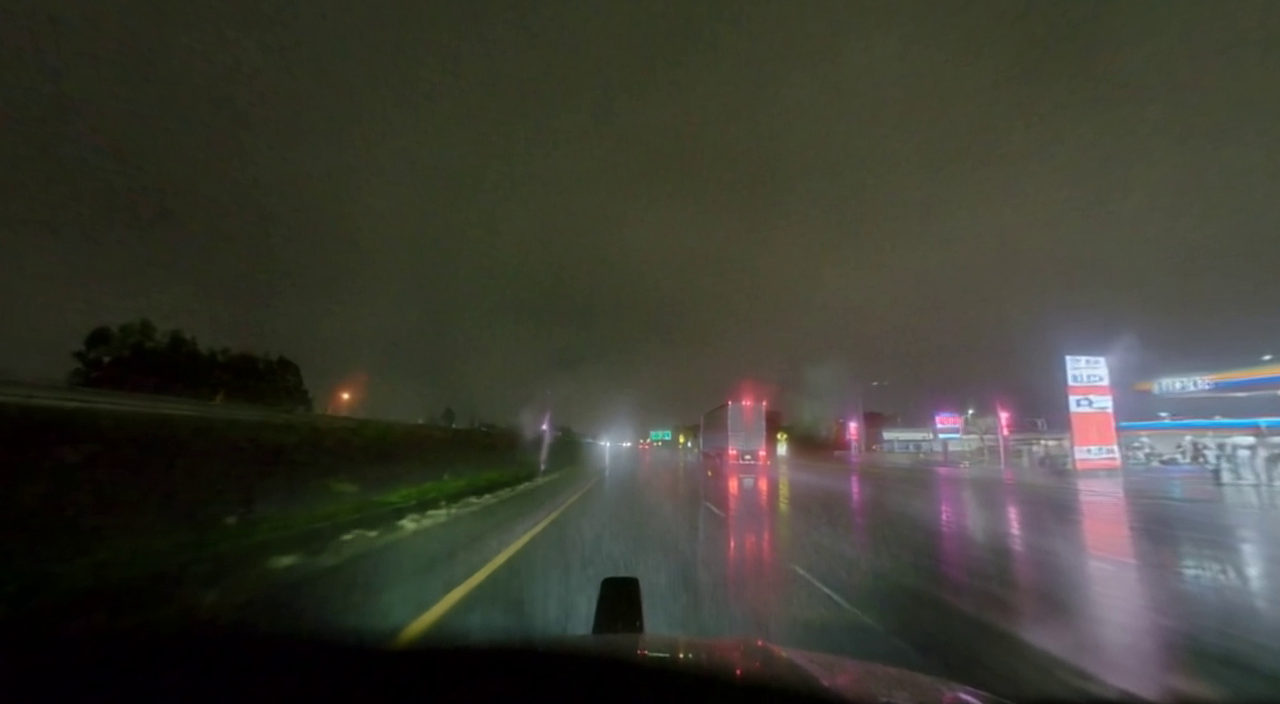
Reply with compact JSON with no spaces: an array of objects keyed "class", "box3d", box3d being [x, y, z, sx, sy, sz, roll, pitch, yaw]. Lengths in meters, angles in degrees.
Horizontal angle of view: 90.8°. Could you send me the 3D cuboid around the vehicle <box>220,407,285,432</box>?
[{"class":"vehicle","box3d":[-24.589,4.323,40.205,1.731,1.451,3.701,0,-8,0]}]
